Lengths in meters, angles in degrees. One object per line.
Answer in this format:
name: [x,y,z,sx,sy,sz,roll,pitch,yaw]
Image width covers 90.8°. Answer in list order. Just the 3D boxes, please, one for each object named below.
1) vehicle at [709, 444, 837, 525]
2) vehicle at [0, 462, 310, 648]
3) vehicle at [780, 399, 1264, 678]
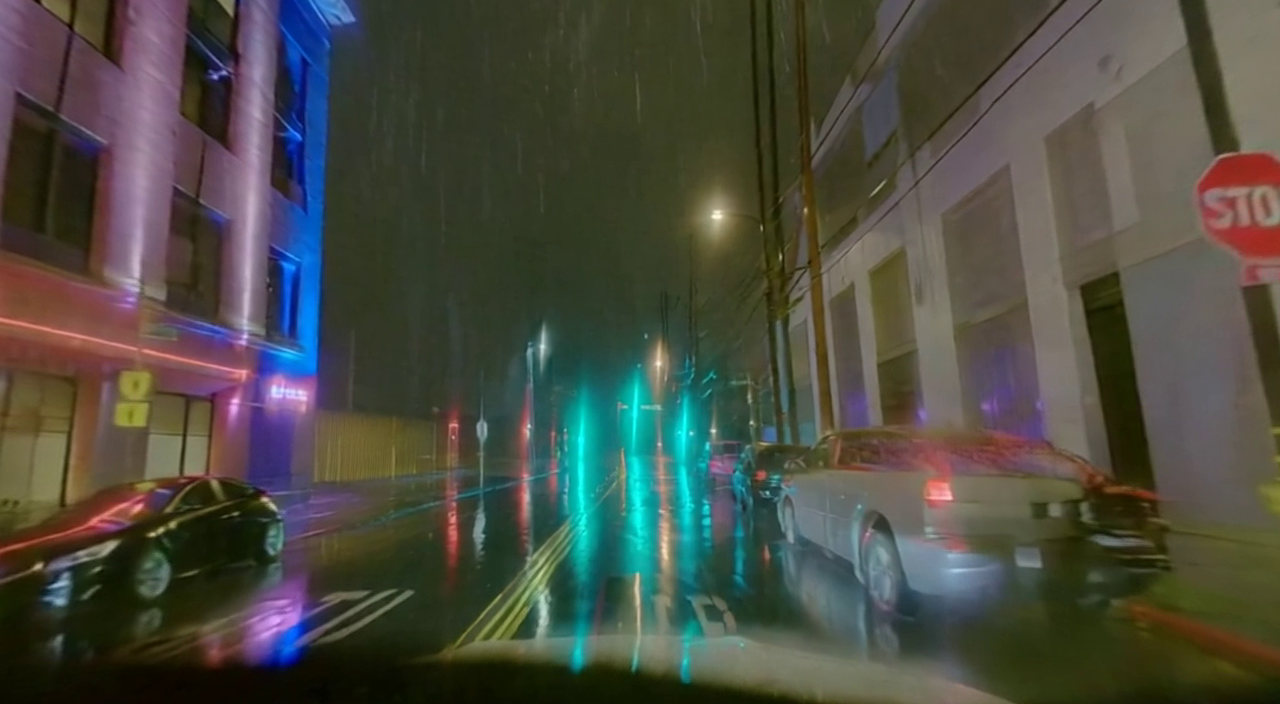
vehicle: [2.679,2.760,13.793,1.759,1.472,4.304,0,-9,-1]
vehicle: [-5.746,2.064,7.318,1.864,1.447,3.887,0,-9,-3]
vehicle: [2.825,1.474,6.170,1.917,1.680,4.500,0,-9,1]
